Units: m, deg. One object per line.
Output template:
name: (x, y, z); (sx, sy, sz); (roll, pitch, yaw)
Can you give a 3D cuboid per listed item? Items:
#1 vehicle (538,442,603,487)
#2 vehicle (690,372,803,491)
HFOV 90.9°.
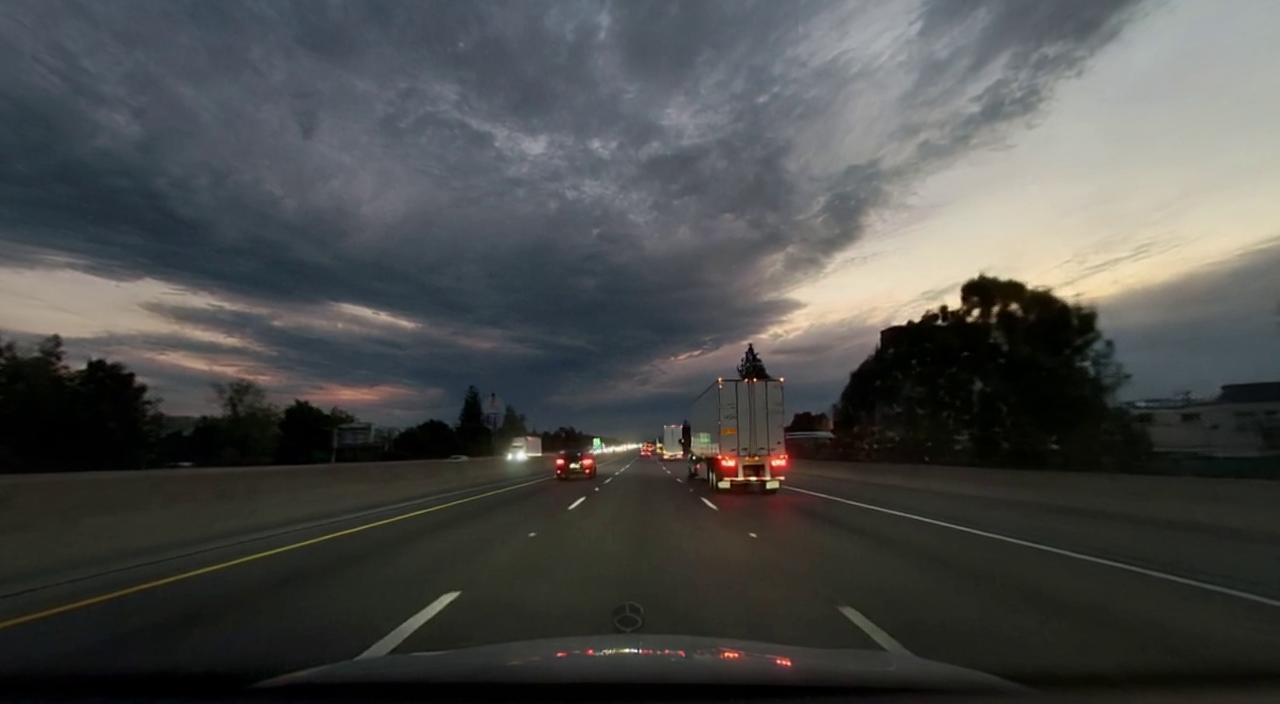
vehicle: (-2.989, 4.969, 28.224); (2.291, 1.788, 4.825); (0, -9, 1)
vehicle: (4.382, 3.913, 29.701); (2.826, 4.269, 14.176); (0, -9, 0)
